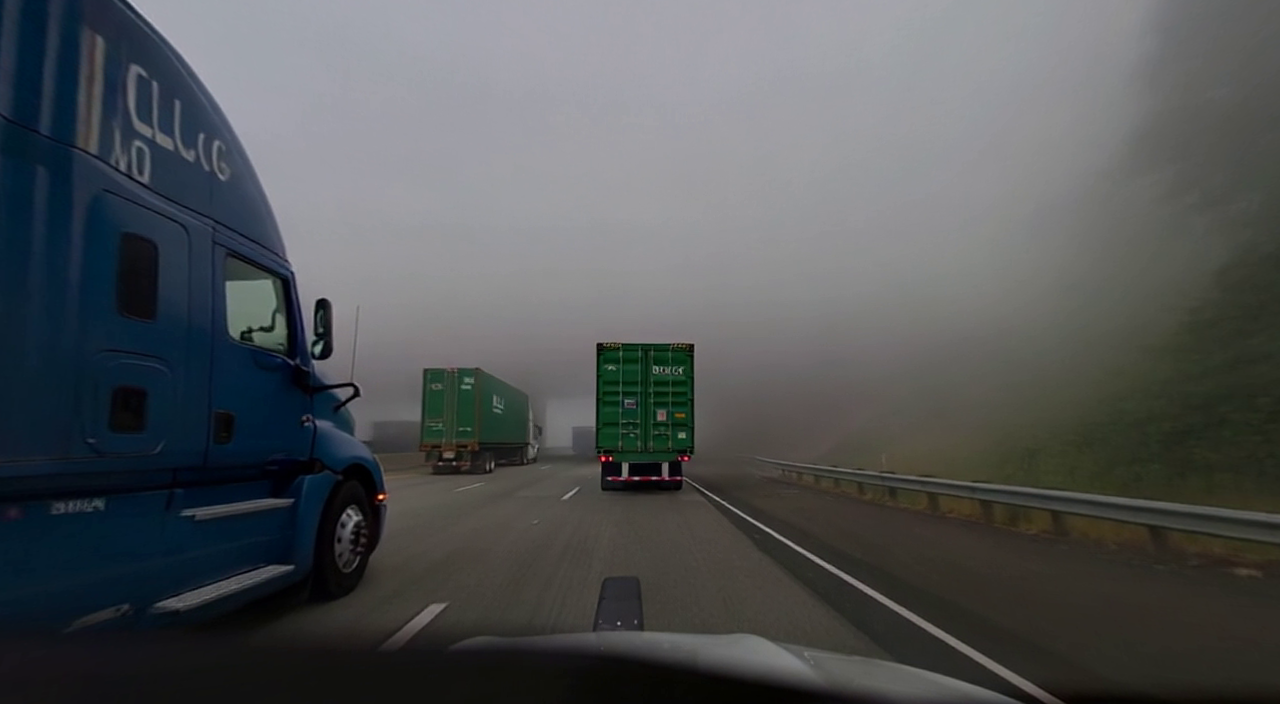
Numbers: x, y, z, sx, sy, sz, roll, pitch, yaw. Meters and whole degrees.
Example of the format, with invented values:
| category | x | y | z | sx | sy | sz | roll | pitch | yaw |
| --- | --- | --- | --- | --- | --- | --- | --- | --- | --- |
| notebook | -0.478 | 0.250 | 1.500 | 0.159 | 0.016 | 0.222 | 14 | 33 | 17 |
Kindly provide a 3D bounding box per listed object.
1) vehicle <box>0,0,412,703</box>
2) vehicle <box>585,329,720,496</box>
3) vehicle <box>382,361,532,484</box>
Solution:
| category | x | y | z | sx | sy | sz | roll | pitch | yaw |
| --- | --- | --- | --- | --- | --- | --- | --- | --- | --- |
| vehicle | -3.477 | -0.272 | 1.496 | 3.187 | 3.949 | 6.963 | 0 | -9 | 0 |
| vehicle | 0.189 | 2.053 | 19.745 | 3.357 | 4.212 | 7.519 | 0 | -9 | -2 |
| vehicle | -7.240 | 3.265 | 27.523 | 3.023 | 4.139 | 11.860 | 0 | -9 | 0 |
